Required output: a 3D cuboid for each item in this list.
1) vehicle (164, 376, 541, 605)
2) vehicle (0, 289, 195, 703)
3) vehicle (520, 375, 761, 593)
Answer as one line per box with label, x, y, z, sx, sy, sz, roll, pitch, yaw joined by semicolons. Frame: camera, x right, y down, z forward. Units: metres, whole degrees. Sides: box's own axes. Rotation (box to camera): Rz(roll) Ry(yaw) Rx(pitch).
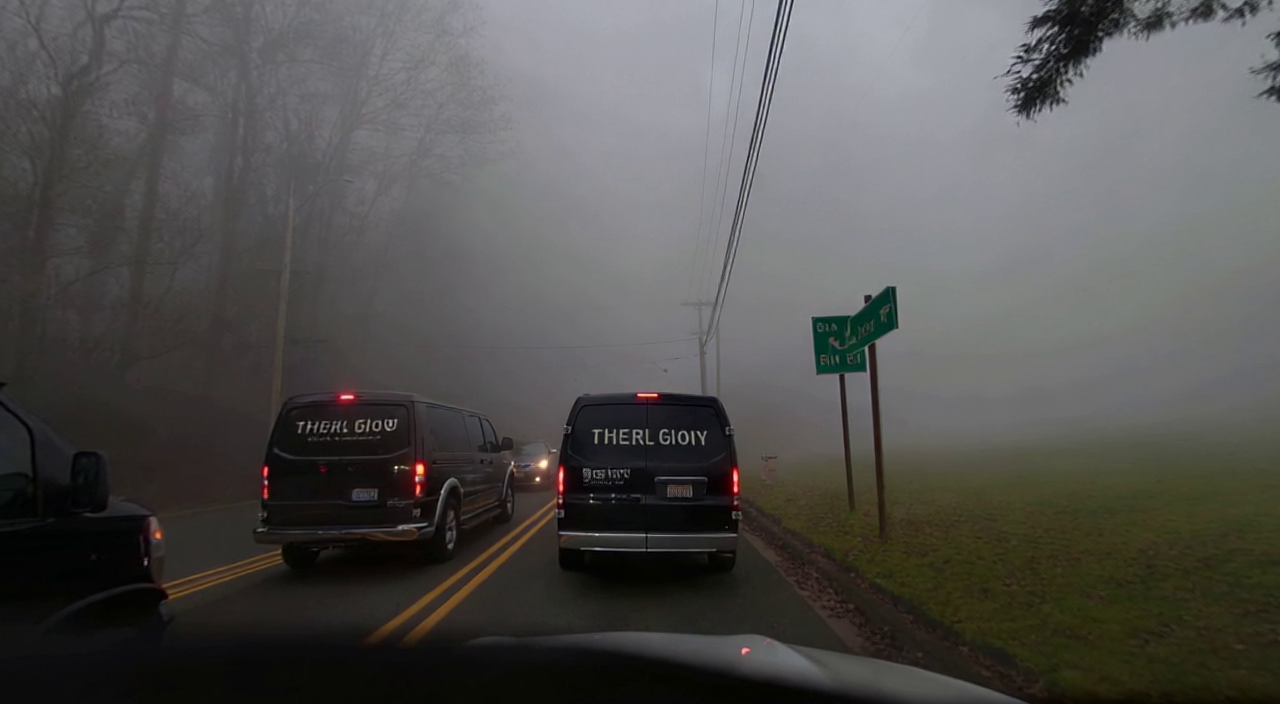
vehicle;-2.751;1.482;7.623;2.109;1.851;4.749;-1;-8;3
vehicle;-3.134;0.458;0.256;2.160;1.796;4.997;0;-8;1
vehicle;0.114;1.465;7.702;2.117;1.911;4.095;-1;-8;3
